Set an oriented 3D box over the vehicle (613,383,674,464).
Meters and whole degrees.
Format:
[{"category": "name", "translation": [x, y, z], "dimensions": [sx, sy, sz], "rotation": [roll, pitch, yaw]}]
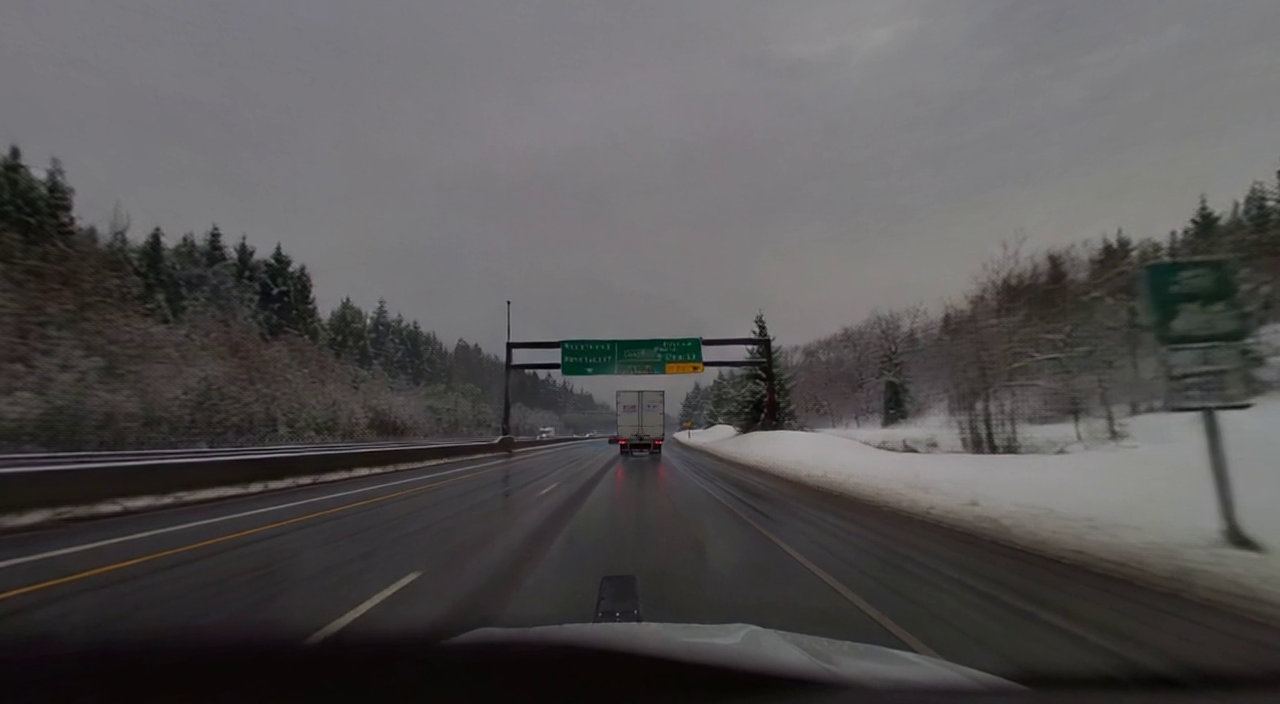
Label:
[{"category": "vehicle", "translation": [0.072, 3.923, 33.809], "dimensions": [2.855, 3.741, 8.587], "rotation": [0, -8, -1]}]
